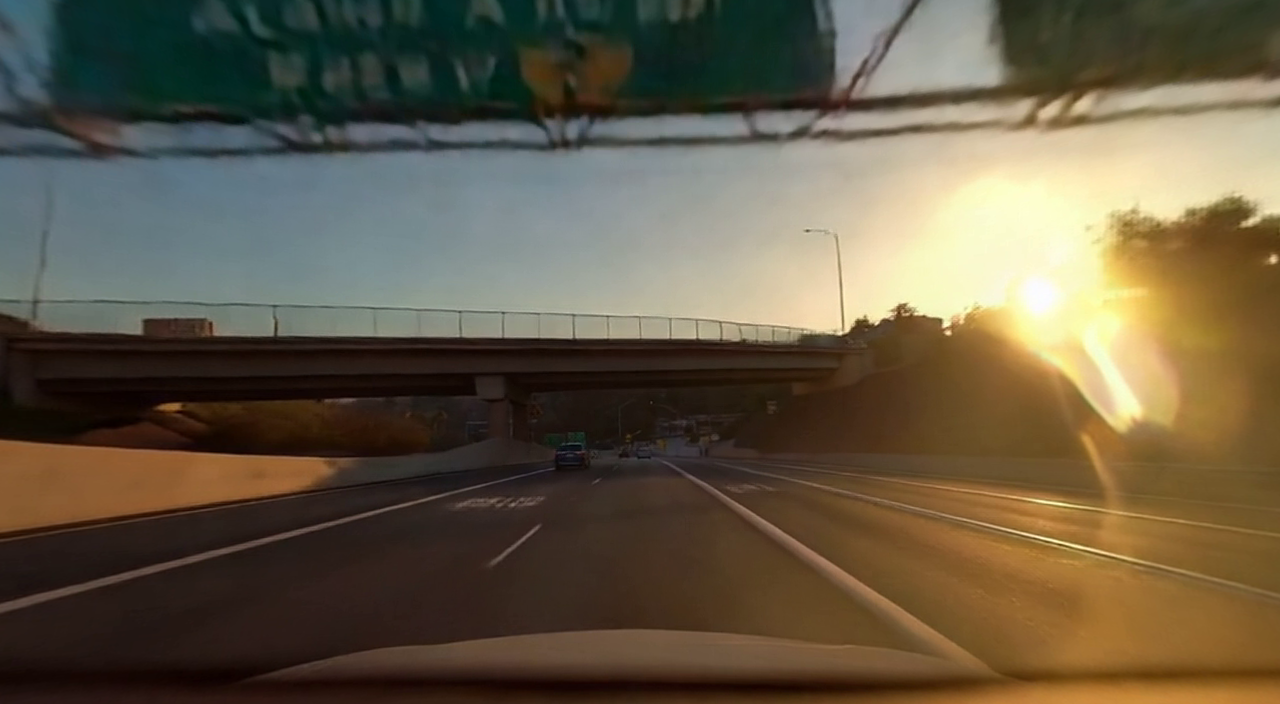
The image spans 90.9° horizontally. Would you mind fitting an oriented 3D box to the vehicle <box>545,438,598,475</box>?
[{"bbox_3d":[-3.377,5.209,31.799,2.072,1.706,4.359,0,-8,2],"label":"vehicle"}]
